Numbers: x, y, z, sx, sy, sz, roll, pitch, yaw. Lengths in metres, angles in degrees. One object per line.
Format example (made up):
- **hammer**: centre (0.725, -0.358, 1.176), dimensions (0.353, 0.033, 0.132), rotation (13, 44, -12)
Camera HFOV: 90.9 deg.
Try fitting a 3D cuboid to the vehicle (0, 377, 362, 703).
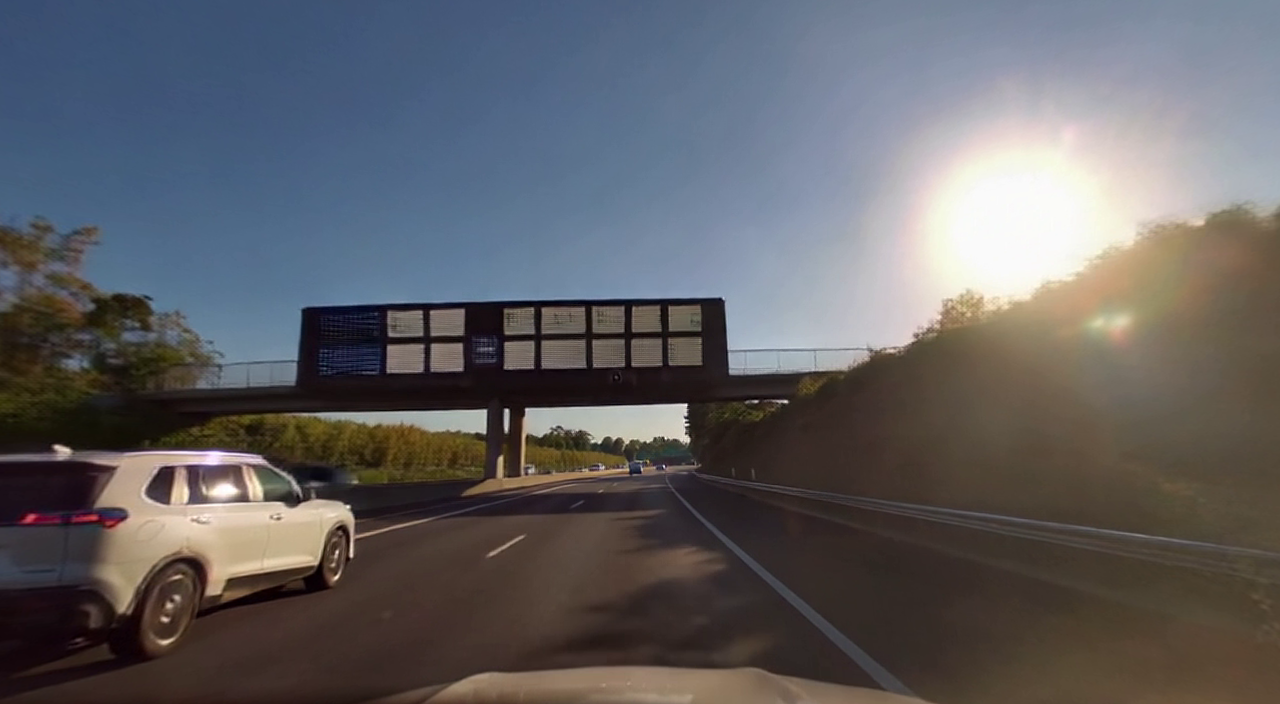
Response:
- **vehicle**: centre (-4.095, 1.227, 4.370), dimensions (2.141, 1.697, 4.641), rotation (1, -11, 0)
